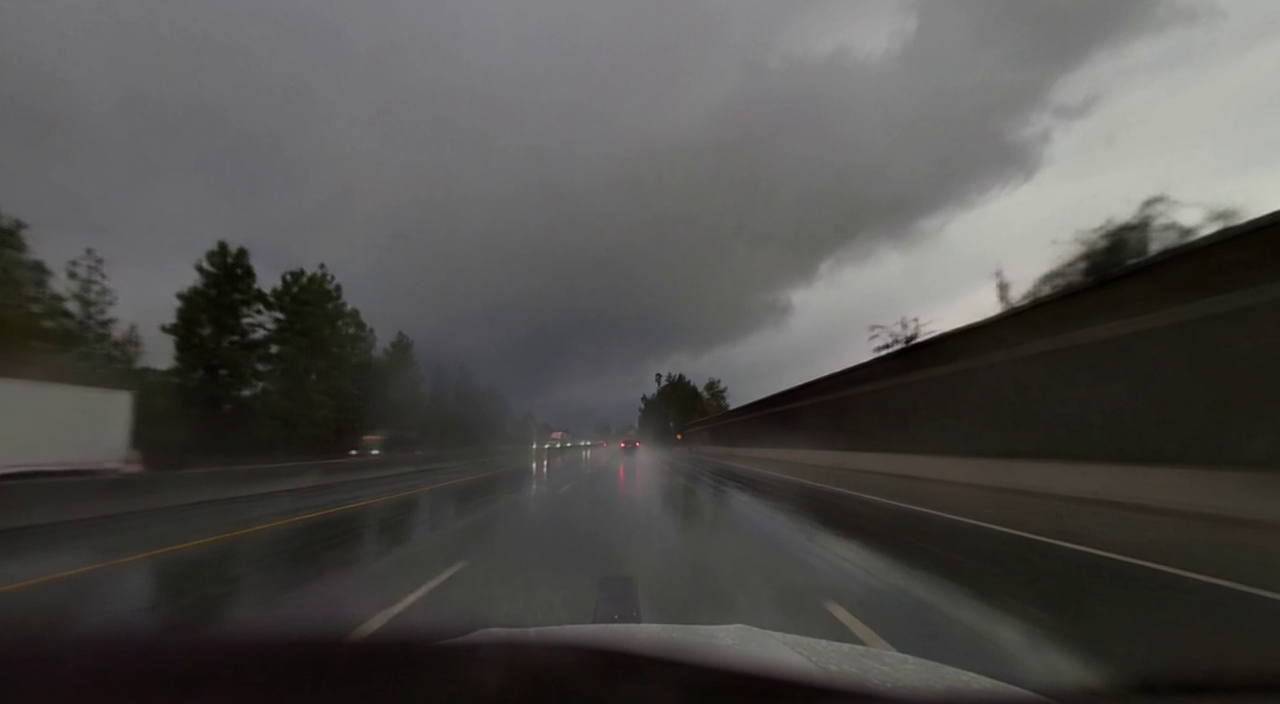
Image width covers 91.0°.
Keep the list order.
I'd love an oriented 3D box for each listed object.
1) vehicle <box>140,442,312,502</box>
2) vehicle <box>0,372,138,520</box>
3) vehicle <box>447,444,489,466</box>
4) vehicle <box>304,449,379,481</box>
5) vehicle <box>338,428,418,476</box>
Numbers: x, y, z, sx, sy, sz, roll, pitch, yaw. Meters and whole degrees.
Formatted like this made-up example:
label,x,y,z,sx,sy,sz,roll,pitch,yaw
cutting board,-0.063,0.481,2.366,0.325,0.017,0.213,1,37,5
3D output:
label,x,y,z,sx,sy,sz,roll,pitch,yaw
vehicle,-11.885,3.427,18.558,1.985,1.503,4.545,-1,-8,0
vehicle,-19.320,2.326,15.310,2.955,4.092,13.867,0,-8,-1
vehicle,-12.801,7.694,47.147,1.962,1.479,4.434,0,-8,-1
vehicle,-15.903,6.019,33.804,1.847,1.476,4.561,0,-8,-1
vehicle,-19.500,7.476,47.481,2.739,3.229,7.874,-1,-8,0
